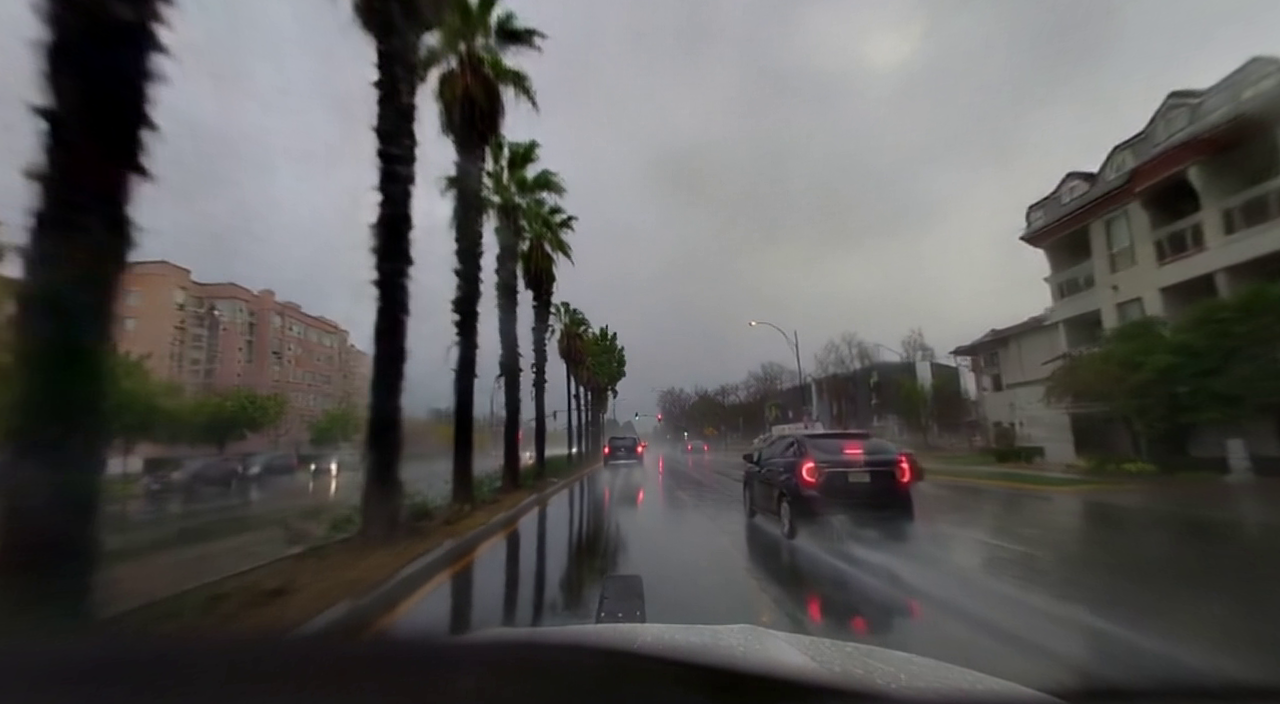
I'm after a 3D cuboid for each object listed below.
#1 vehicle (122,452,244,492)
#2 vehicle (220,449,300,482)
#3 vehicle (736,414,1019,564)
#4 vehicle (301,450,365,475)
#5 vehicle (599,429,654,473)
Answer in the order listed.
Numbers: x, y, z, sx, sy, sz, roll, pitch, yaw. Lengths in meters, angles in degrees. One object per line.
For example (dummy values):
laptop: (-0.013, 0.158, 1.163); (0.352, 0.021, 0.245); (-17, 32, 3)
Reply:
vehicle: (-19.497, 5.121, 27.145); (1.920, 1.505, 4.351); (0, -8, 1)
vehicle: (-19.762, 5.894, 32.938); (1.753, 1.600, 4.040); (0, -8, -2)
vehicle: (2.897, 1.807, 9.112); (2.195, 1.590, 4.668); (0, -8, -1)
vehicle: (-19.599, 7.047, 40.403); (1.847, 1.466, 4.530); (0, -8, -1)
vehicle: (-0.576, 4.398, 28.107); (2.277, 1.816, 4.192); (0, -8, -1)
